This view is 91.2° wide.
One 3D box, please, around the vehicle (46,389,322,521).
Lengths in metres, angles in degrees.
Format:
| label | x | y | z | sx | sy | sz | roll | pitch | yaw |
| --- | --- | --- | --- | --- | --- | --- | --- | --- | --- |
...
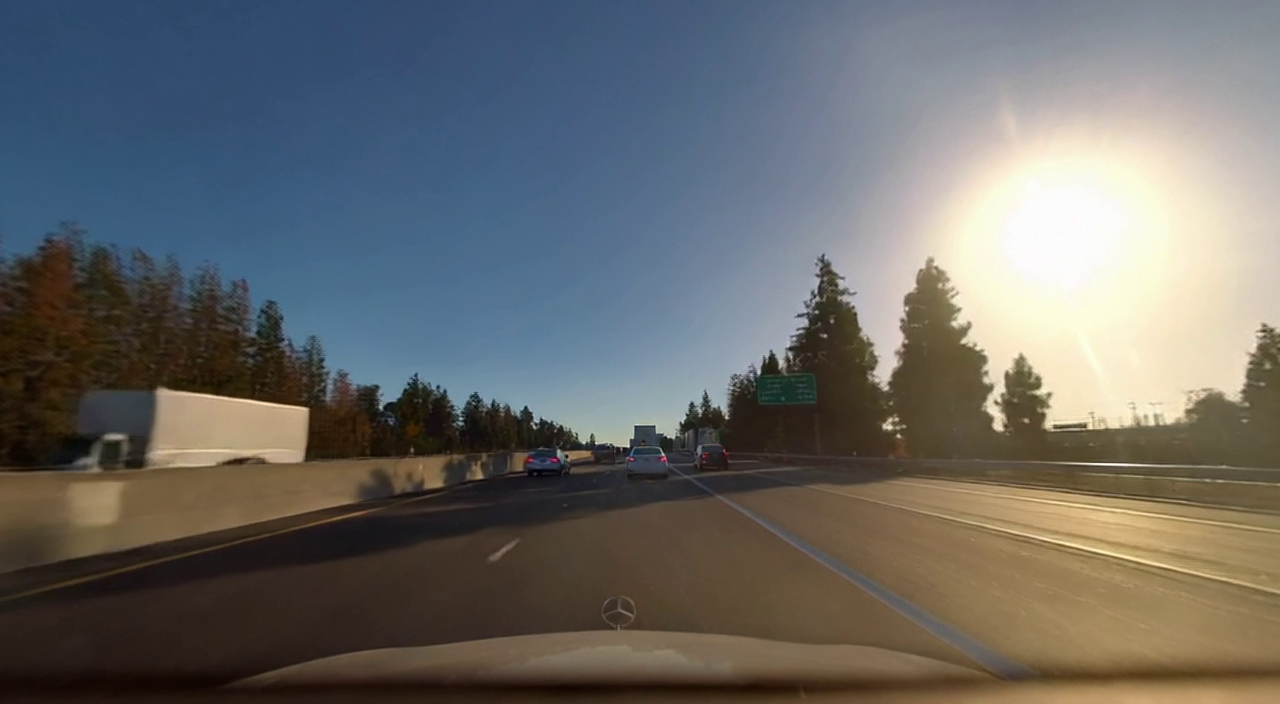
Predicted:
| label | x | y | z | sx | sy | sz | roll | pitch | yaw |
| --- | --- | --- | --- | --- | --- | --- | --- | --- | --- |
| vehicle | -12.661 | 2.992 | 18.472 | 2.653 | 3.121 | 6.846 | -1 | -9 | 3 |

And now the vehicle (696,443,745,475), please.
| label | x | y | z | sx | sy | sz | roll | pitch | yaw |
| --- | --- | --- | --- | --- | --- | --- | --- | --- | --- |
| vehicle | 4.294 | 5.789 | 34.053 | 2.018 | 1.639 | 4.149 | 0 | -9 | -1 |

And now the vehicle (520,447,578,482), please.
| label | x | y | z | sx | sy | sz | roll | pitch | yaw |
| --- | --- | --- | --- | --- | --- | --- | --- | --- | --- |
| vehicle | -4.094 | 5.153 | 28.984 | 1.967 | 1.473 | 4.439 | 0 | -9 | 1 |

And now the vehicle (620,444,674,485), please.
| label | x | y | z | sx | sy | sz | roll | pitch | yaw |
| --- | --- | --- | --- | --- | --- | --- | --- | --- | --- |
| vehicle | 0.256 | 4.573 | 25.797 | 2.015 | 1.526 | 4.286 | 0 | -9 | 0 |
